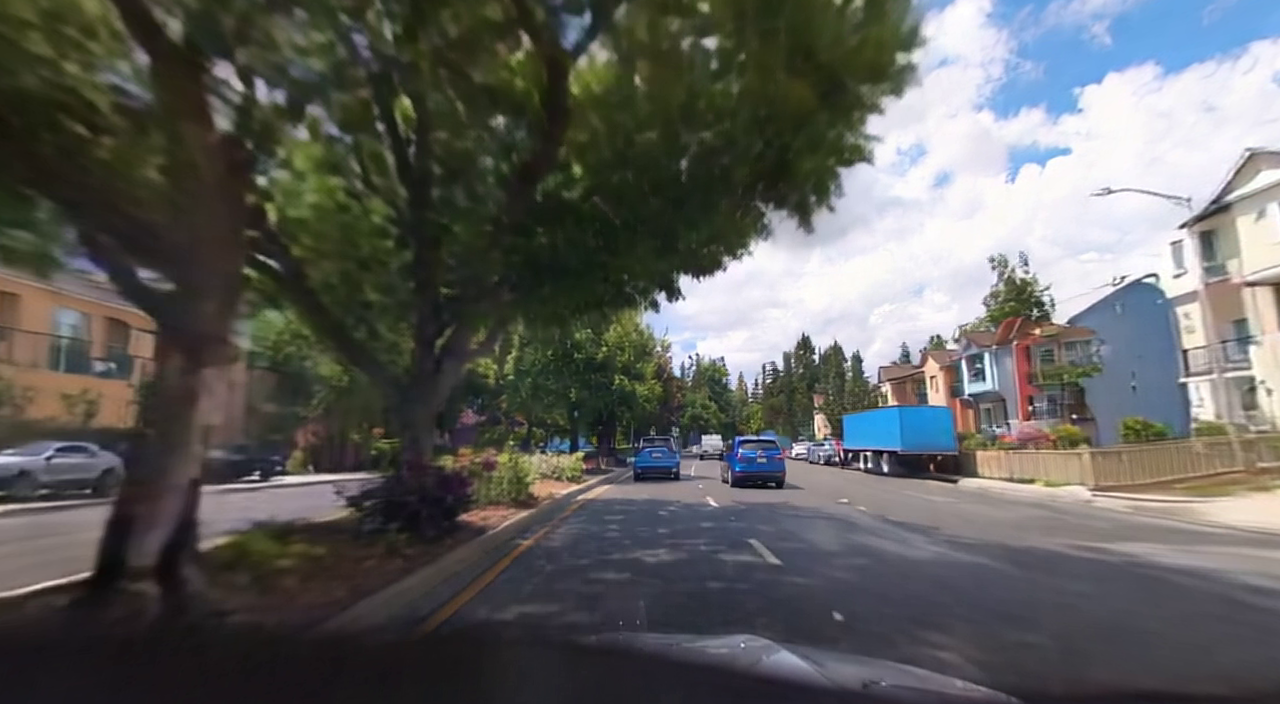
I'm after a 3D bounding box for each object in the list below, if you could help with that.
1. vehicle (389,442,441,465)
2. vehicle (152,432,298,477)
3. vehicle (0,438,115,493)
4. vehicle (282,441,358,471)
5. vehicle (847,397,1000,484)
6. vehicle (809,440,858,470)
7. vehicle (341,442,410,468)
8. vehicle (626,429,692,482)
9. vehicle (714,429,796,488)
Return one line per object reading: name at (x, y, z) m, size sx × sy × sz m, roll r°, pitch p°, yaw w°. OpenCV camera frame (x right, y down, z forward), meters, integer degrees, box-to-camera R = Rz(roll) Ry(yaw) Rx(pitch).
vehicle at (-16.768, 7.627, 47.310) m, size 1.849 × 1.455 × 4.606 m, roll -2°, pitch -11°, yaw 5°
vehicle at (-18.245, 4.658, 28.272) m, size 2.272 × 1.746 × 5.914 m, roll -1°, pitch -11°, yaw 3°
vehicle at (-18.401, 3.311, 18.281) m, size 2.008 × 1.487 × 5.078 m, roll -2°, pitch -10°, yaw 1°
vehicle at (-17.758, 5.816, 35.315) m, size 1.845 × 1.512 × 4.316 m, roll -2°, pitch -10°, yaw 3°
vehicle at (11.707, 3.825, 27.077) m, size 3.705 × 3.221 × 6.779 m, roll 0°, pitch -9°, yaw 3°
vehicle at (12.414, 6.601, 40.859) m, size 2.080 × 1.744 × 4.889 m, roll 0°, pitch -8°, yaw 6°
vehicle at (-17.148, 6.727, 41.265) m, size 1.951 × 1.513 × 5.107 m, roll -3°, pitch -10°, yaw 4°
vehicle at (0.822, 4.066, 25.045) m, size 2.345 × 1.841 × 5.032 m, roll 0°, pitch -9°, yaw 3°
vehicle at (3.816, 3.646, 21.833) m, size 2.033 × 1.823 × 4.409 m, roll 0°, pitch -9°, yaw 0°
